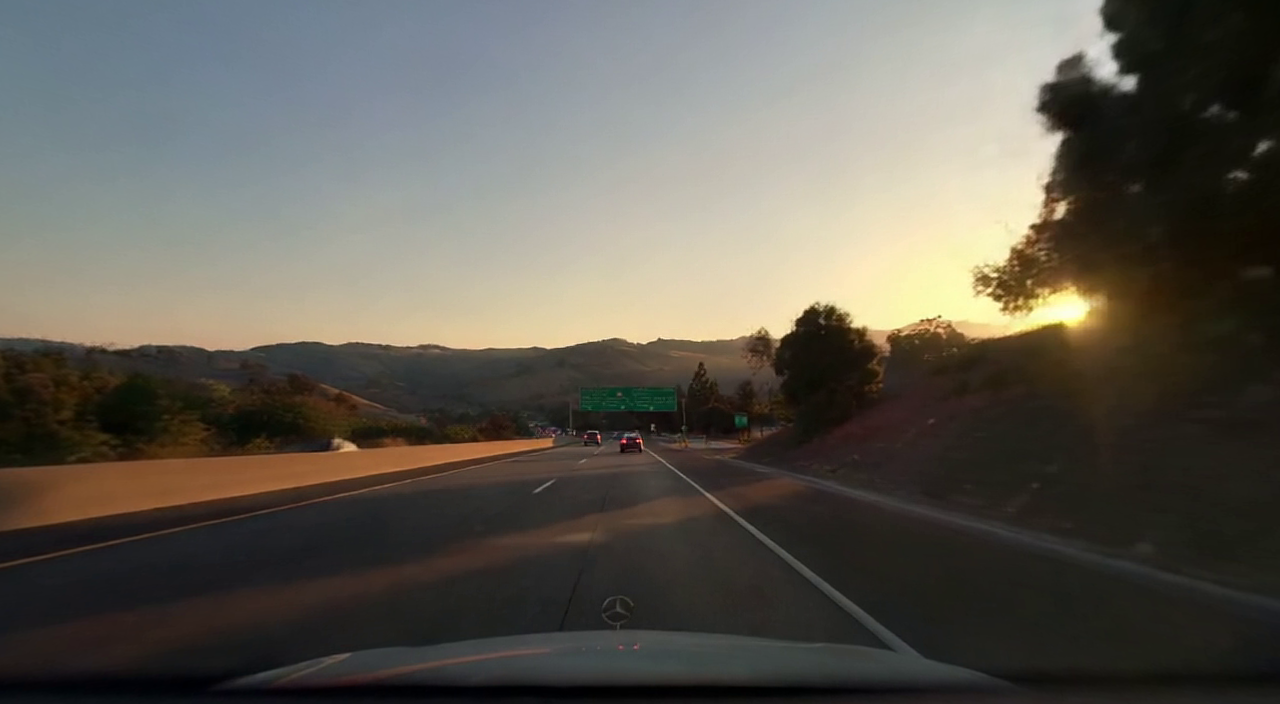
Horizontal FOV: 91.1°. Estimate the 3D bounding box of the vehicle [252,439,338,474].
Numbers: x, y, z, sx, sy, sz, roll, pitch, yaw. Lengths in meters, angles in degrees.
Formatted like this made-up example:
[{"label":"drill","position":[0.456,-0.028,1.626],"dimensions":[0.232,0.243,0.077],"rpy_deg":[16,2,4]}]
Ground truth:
[{"label":"vehicle","position":[-17.033,5.143,31.341],"dimensions":[1.892,1.581,4.322],"rpy_deg":[0,-8,-1]}]
